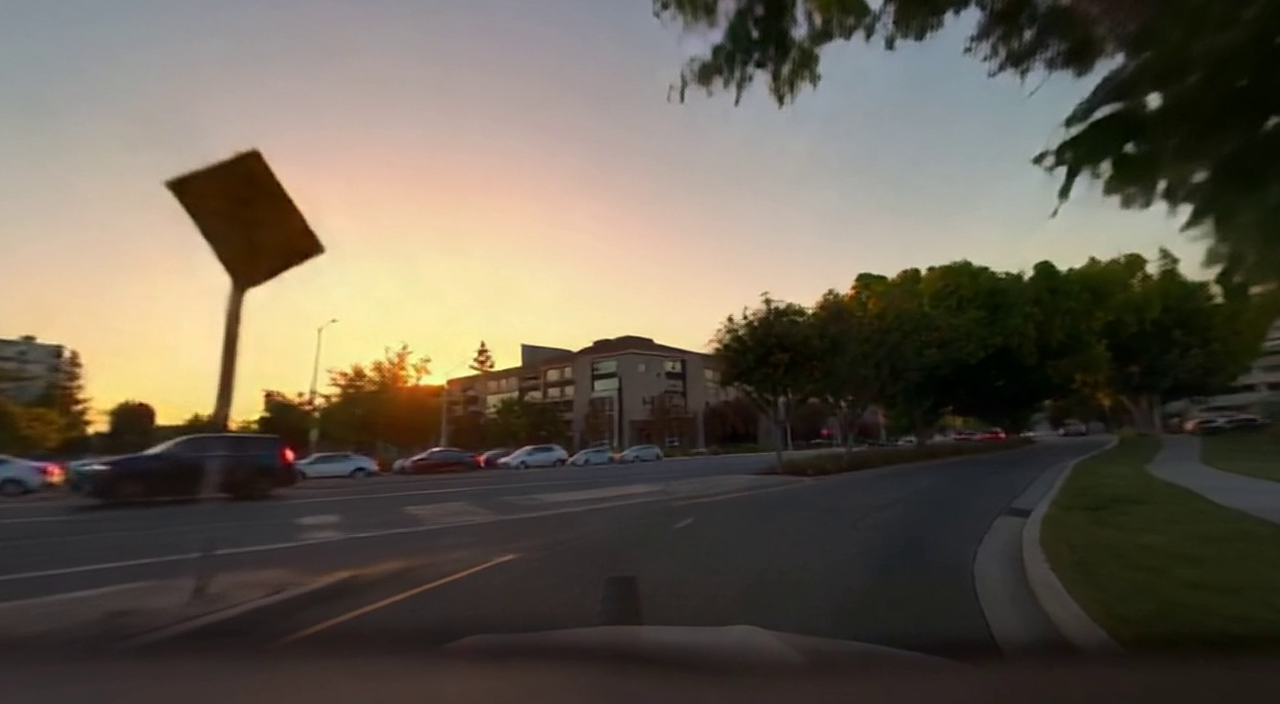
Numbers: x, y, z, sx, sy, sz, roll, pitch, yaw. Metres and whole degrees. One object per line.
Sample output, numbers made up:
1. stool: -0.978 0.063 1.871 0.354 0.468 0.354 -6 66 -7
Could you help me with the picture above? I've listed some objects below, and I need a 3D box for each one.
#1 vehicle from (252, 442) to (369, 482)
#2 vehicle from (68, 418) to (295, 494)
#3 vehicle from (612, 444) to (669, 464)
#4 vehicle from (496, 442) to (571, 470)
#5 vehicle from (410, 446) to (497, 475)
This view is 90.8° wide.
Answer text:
1. vehicle: -15.878 5.424 30.668 2.033 1.625 4.467 -14 -18 38
2. vehicle: -15.244 3.670 21.388 2.225 2.053 5.636 -15 -19 38
3. vehicle: 0.070 8.010 49.873 1.872 1.493 4.724 -7 -11 40
4. vehicle: -6.971 6.832 41.615 1.926 1.681 4.727 -7 -11 39
5. vehicle: -10.785 6.266 36.787 1.842 1.582 4.513 -7 -11 39
